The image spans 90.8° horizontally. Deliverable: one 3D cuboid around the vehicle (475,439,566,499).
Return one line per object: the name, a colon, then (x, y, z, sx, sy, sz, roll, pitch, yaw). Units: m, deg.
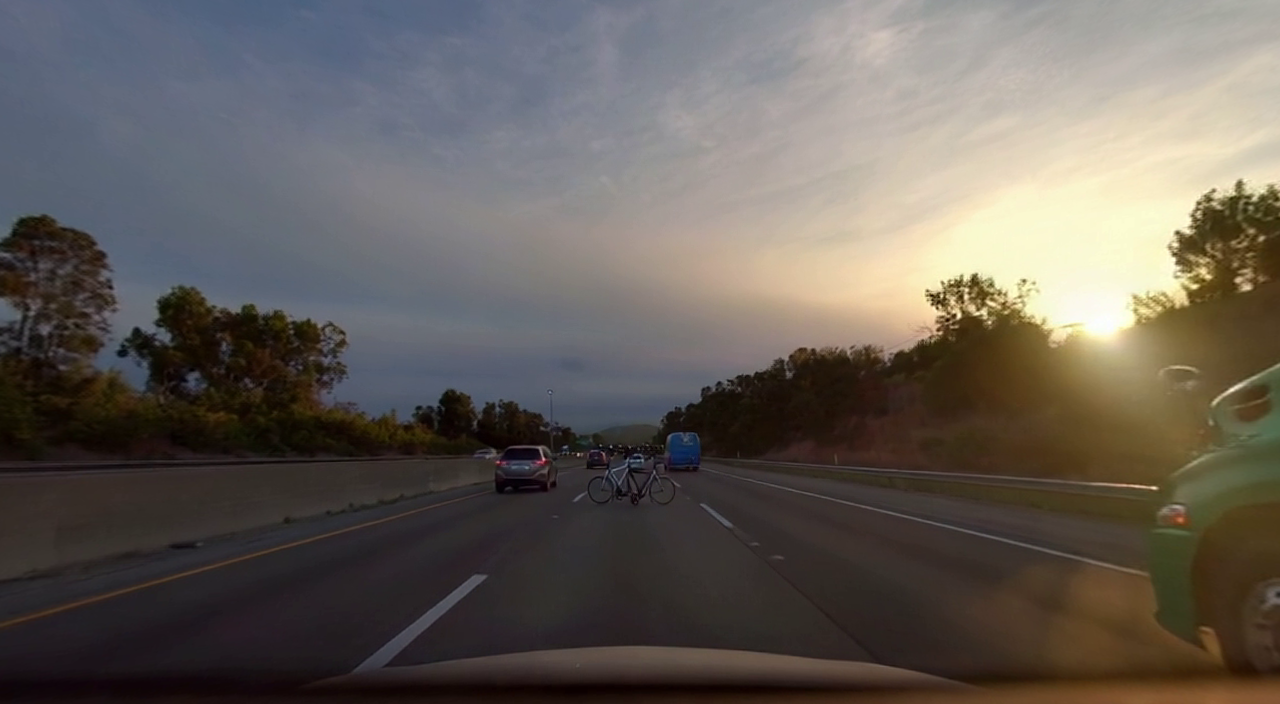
vehicle: (-3.702, 3.716, 20.382, 1.985, 1.671, 4.604, 0, -9, 1)

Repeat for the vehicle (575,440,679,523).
vehicle: (-0.234, 2.757, 13.851, 1.973, 1.574, 3.426, 0, -9, 0)

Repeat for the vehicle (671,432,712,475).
vehicle: (3.445, 6.934, 43.195, 2.234, 2.679, 5.372, 0, -9, -1)
